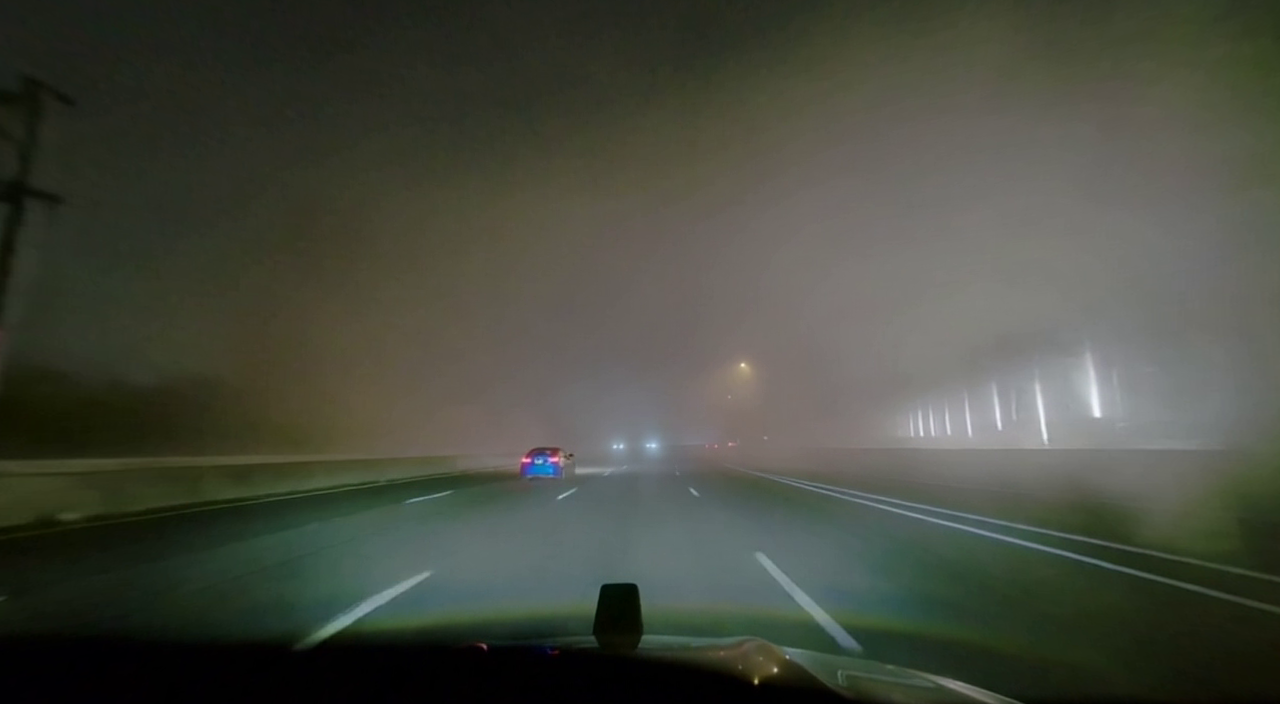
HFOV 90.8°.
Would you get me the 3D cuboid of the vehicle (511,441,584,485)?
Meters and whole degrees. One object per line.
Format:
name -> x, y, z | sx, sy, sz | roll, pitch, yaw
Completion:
vehicle -> -3.610, 4.402, 25.488 | 2.087, 1.566, 4.756 | -1, -8, 2
